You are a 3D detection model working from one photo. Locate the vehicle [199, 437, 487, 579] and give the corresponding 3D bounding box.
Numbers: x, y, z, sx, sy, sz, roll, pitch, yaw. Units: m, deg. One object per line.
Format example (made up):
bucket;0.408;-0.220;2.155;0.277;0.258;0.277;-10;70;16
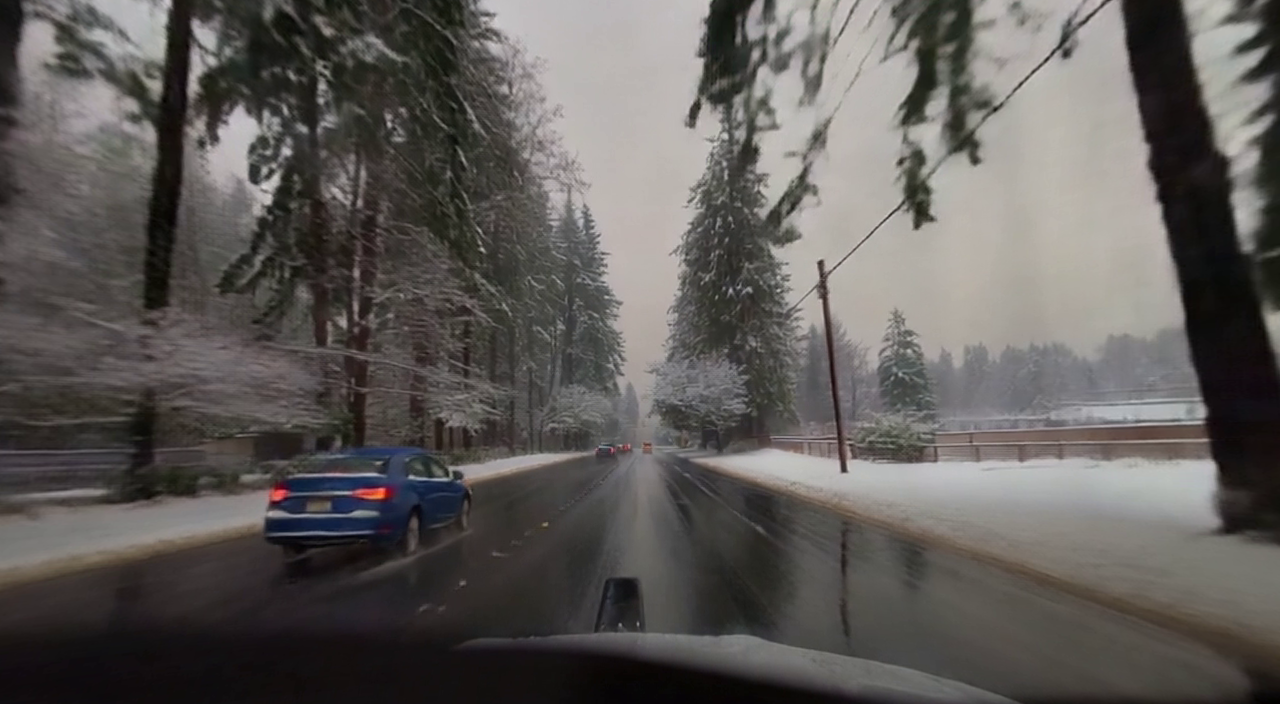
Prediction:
vehicle;-3.612;1.948;8.769;1.870;1.431;4.317;-1;-9;1
